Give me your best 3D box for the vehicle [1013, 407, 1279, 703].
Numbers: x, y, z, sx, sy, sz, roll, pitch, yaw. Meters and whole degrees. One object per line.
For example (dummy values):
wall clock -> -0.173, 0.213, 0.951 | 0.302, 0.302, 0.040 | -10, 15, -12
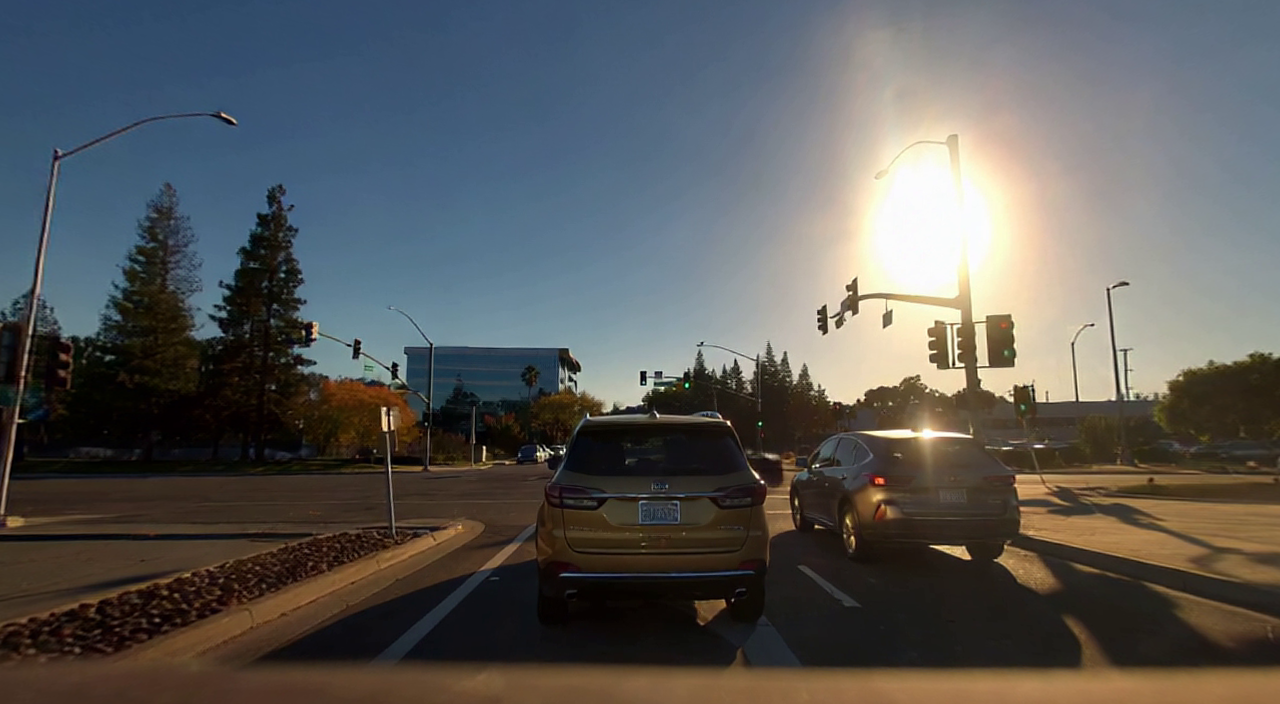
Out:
vehicle -> 3.154, 0.818, 1.428 | 1.924, 1.466, 4.461 | 0, -8, 1

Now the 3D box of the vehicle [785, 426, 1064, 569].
vehicle -> 3.519, 1.861, 8.870 | 1.861, 1.495, 4.215 | 0, -8, -1

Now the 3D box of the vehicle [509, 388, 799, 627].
vehicle -> 0.099, 1.496, 7.062 | 2.170, 1.793, 4.468 | 0, -8, 0
